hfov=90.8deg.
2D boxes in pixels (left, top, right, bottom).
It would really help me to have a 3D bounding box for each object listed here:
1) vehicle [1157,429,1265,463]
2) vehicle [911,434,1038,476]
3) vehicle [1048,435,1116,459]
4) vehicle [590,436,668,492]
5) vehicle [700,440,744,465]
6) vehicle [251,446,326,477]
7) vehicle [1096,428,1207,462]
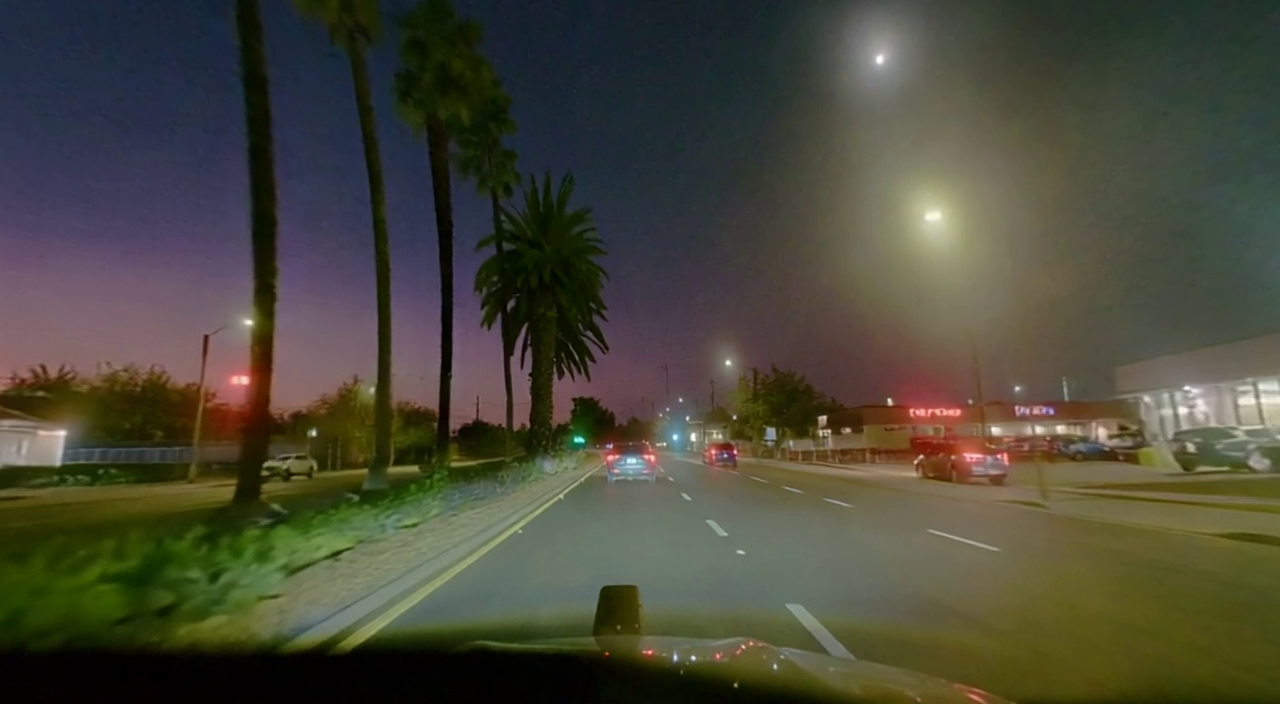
[{"bbox_3d":[29.881,4.940,33.247,1.890,1.640,4.064,0,-9,2],"label":"vehicle"},{"bbox_3d":[14.639,4.527,27.844,4.358,1.732,2.129,1,-9,-3],"label":"vehicle"},{"bbox_3d":[27.200,5.875,39.033,1.709,1.455,3.449,0,-9,1],"label":"vehicle"},{"bbox_3d":[-0.291,3.344,19.106,2.106,1.496,3.964,0,-9,0],"label":"vehicle"},{"bbox_3d":[5.586,6.886,43.532,2.244,1.618,4.585,0,-9,-2],"label":"vehicle"},{"bbox_3d":[-19.478,6.092,35.257,1.862,1.606,4.071,0,-9,-1],"label":"vehicle"},{"bbox_3d":[26.974,4.963,33.569,2.045,1.690,4.761,0,-9,3],"label":"vehicle"}]
